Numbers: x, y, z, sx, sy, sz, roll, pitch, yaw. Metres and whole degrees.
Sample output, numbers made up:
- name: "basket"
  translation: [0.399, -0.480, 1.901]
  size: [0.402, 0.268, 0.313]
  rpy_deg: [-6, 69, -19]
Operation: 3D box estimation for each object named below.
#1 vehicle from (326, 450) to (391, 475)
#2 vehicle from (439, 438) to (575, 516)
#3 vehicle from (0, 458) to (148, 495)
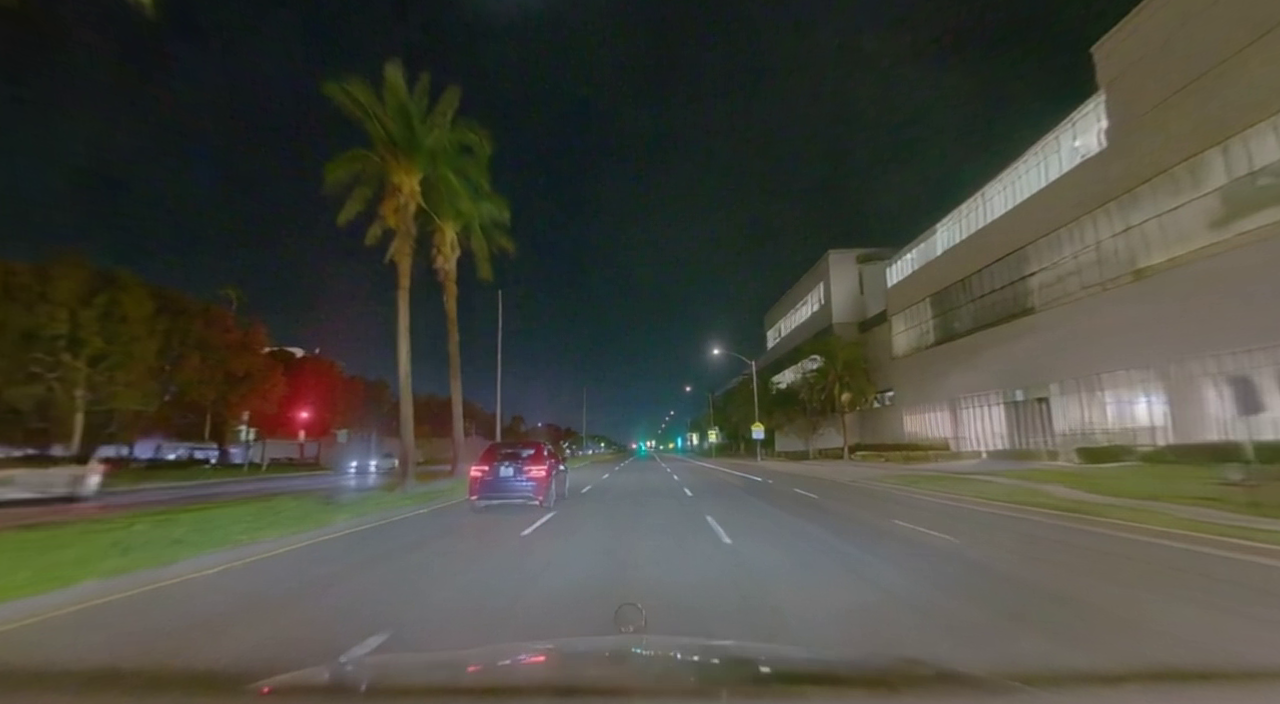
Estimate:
- name: "vehicle"
  translation: [-18.073, 7.106, 40.708]
  size: [1.993, 1.466, 4.731]
  rpy_deg: [0, -8, 1]
- name: "vehicle"
  translation: [-2.948, 2.871, 15.196]
  size: [2.162, 1.549, 4.795]
  rpy_deg: [0, -8, 1]
- name: "vehicle"
  translation: [-24.749, 5.431, 27.604]
  size: [4.603, 1.480, 2.167]
  rpy_deg: [0, -8, 1]
